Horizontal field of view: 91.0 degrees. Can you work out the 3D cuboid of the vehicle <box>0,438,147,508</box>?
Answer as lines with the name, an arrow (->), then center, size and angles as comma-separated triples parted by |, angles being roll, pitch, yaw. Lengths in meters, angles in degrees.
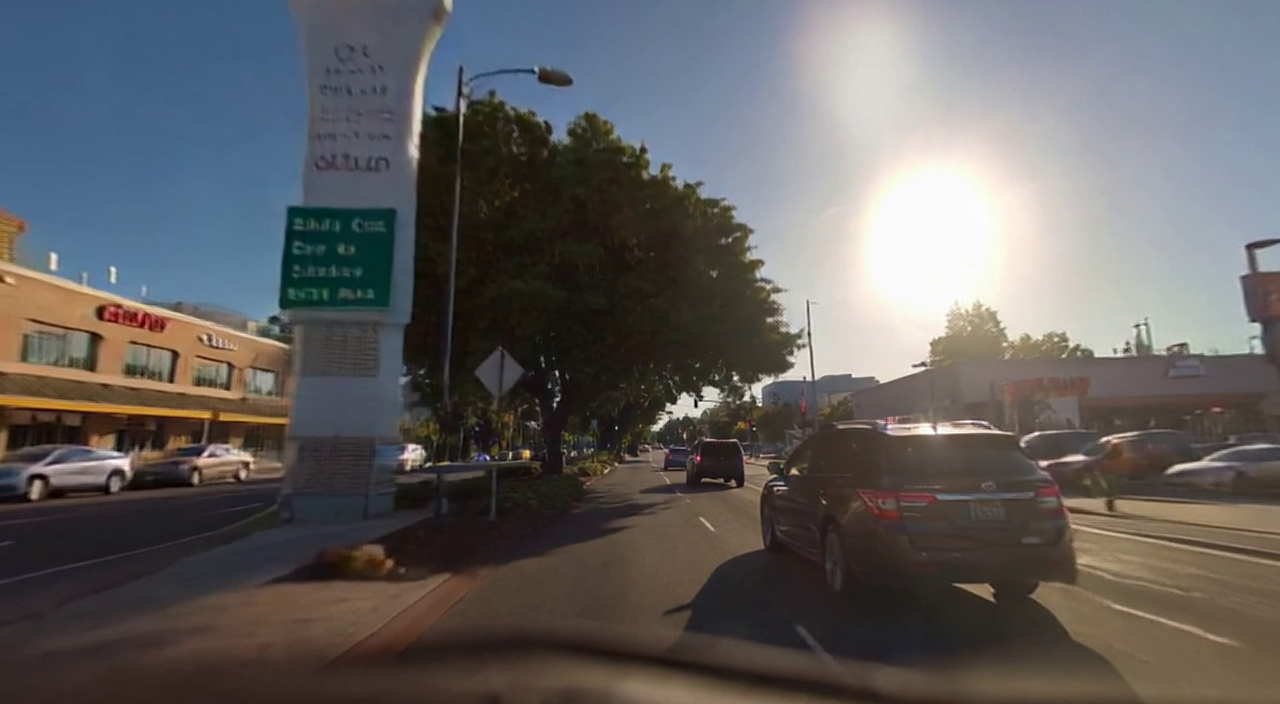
vehicle -> -17.921, 3.516, 18.834 | 2.129, 1.843, 5.067 | 0, -8, 1

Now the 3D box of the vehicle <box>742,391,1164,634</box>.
vehicle -> 2.632, 1.495, 6.986 | 2.183, 1.720, 4.842 | 0, -8, 0

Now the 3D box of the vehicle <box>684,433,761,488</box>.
vehicle -> 2.722, 3.688, 21.768 | 1.999, 1.679, 4.217 | 0, -8, -1

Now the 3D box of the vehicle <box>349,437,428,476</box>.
vehicle -> -13.407, 5.582, 33.936 | 2.097, 1.912, 4.828 | 0, -8, 2

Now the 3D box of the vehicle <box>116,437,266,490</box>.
vehicle -> -17.784, 4.420, 25.375 | 2.263, 1.887, 5.170 | 0, -8, -1
